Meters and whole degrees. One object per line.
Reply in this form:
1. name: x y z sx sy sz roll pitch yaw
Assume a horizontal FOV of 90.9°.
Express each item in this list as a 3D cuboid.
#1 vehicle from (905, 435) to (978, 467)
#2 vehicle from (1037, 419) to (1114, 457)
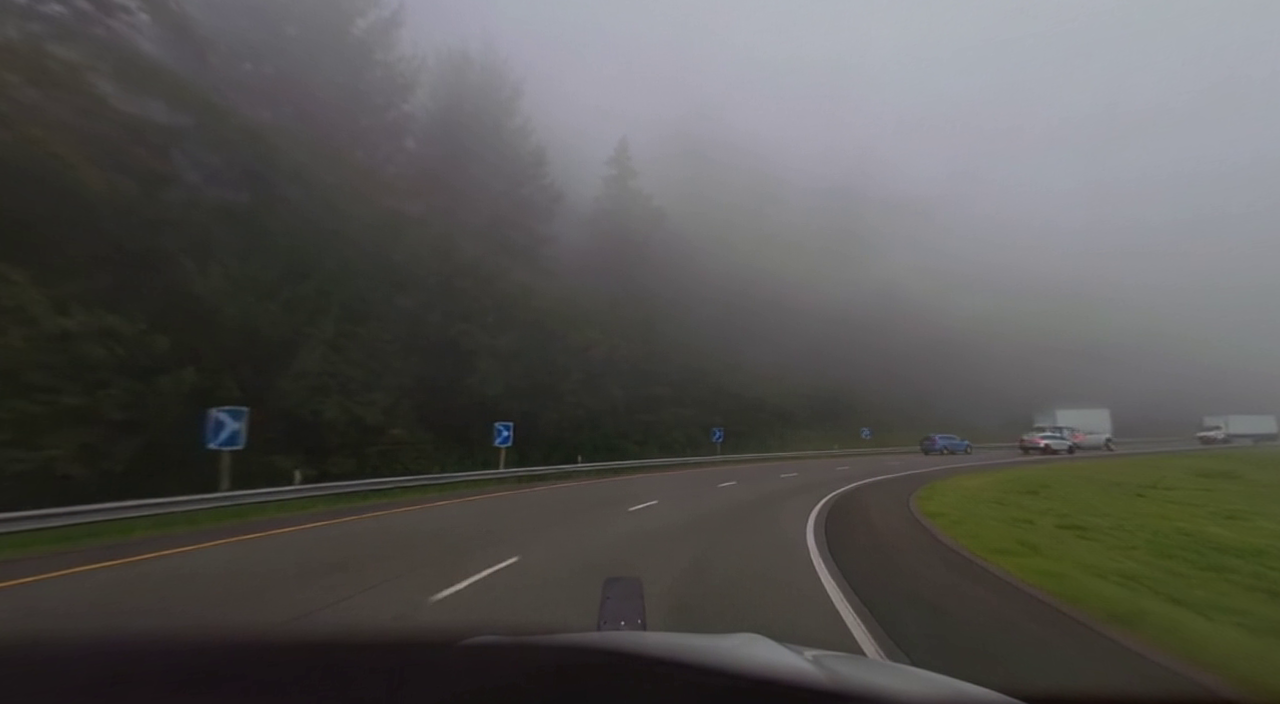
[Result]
1. vehicle: 17.203 5.632 35.826 4.325 1.674 2.221 8 -12 -43
2. vehicle: 34.293 6.831 49.563 5.981 2.823 2.498 5 -10 -31
